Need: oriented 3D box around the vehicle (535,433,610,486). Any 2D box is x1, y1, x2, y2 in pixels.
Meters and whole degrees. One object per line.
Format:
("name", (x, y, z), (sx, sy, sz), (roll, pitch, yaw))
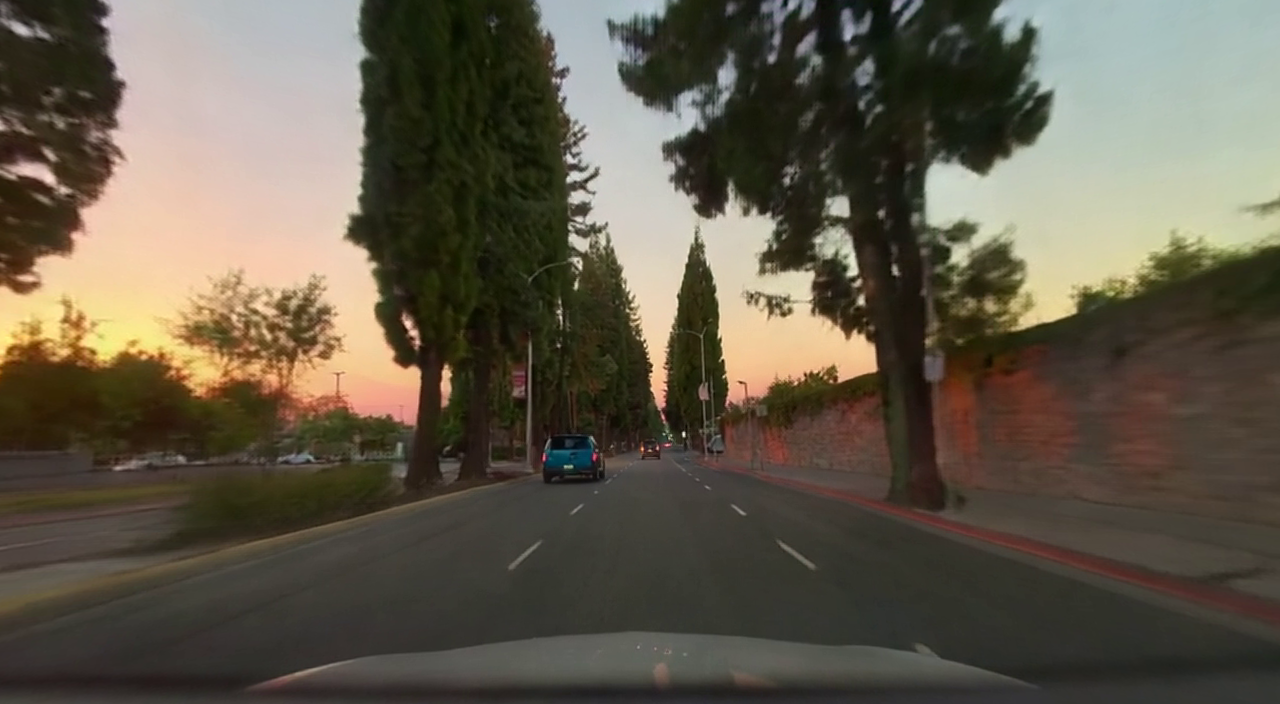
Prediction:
("vehicle", (-2.490, 4.157, 24.604), (2.281, 1.837, 4.845), (0, -9, 1))
